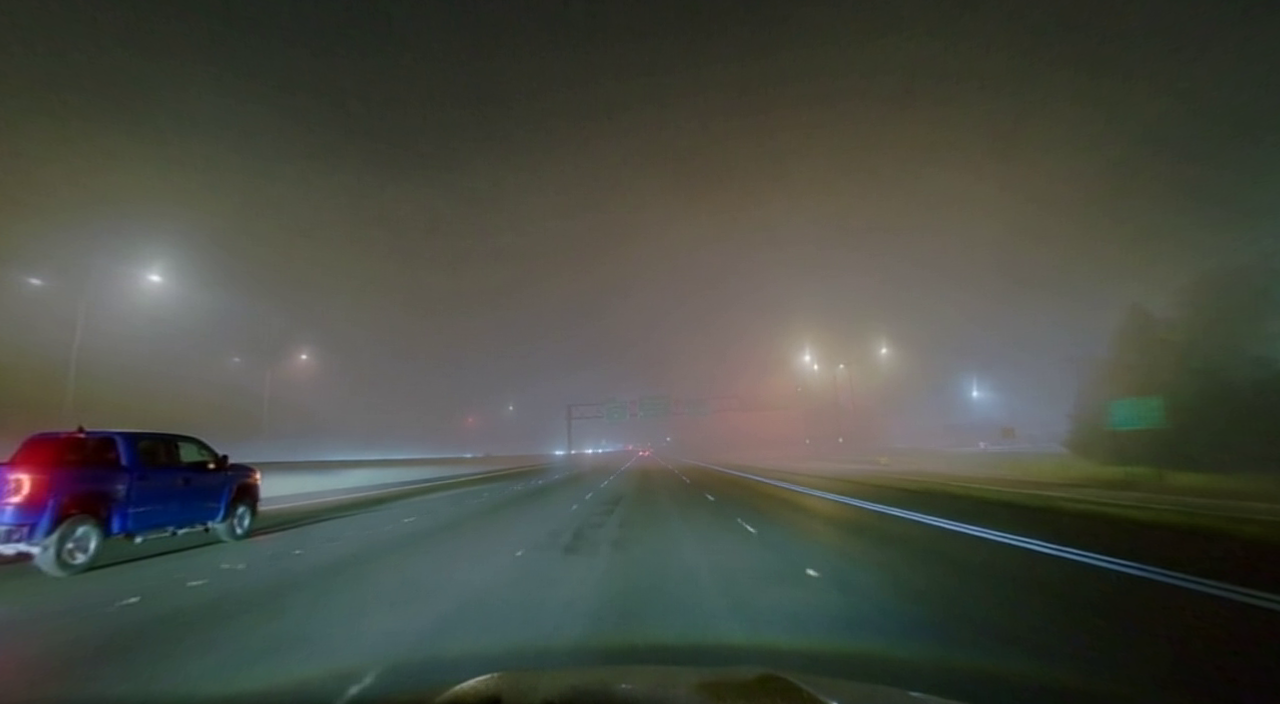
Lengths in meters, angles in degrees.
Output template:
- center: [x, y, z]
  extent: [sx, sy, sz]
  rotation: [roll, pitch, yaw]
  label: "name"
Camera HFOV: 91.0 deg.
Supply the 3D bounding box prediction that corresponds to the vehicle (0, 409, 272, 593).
- center: [-7.160, 1.707, 7.858]
  extent: [2.168, 1.729, 4.724]
  rotation: [0, -9, 1]
  label: "vehicle"
